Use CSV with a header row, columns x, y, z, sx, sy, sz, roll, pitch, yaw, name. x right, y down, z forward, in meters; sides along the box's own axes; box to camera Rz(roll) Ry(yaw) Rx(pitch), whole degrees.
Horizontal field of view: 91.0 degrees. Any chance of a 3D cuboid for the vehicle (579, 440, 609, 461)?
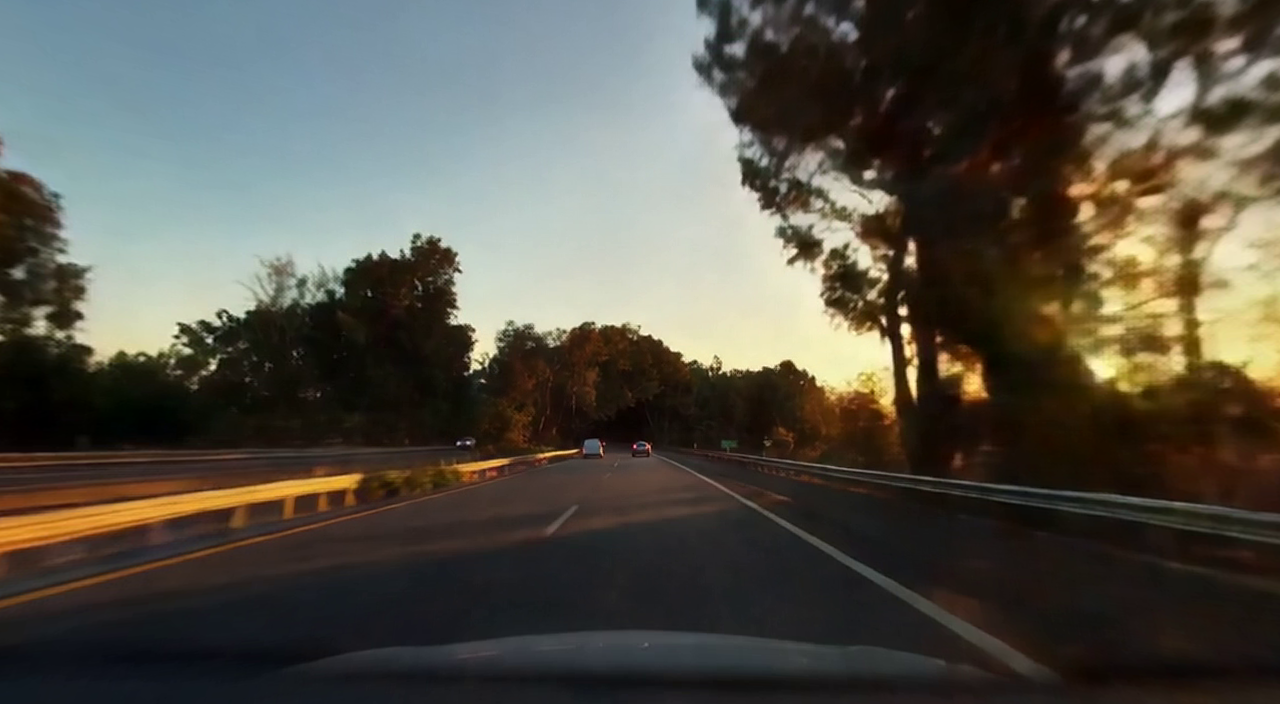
x,y,z,sx,sy,sz,roll,pitch,yaw,name
-3.470,7.488,47.850,2.057,1.514,3.845,0,-8,-1,vehicle
